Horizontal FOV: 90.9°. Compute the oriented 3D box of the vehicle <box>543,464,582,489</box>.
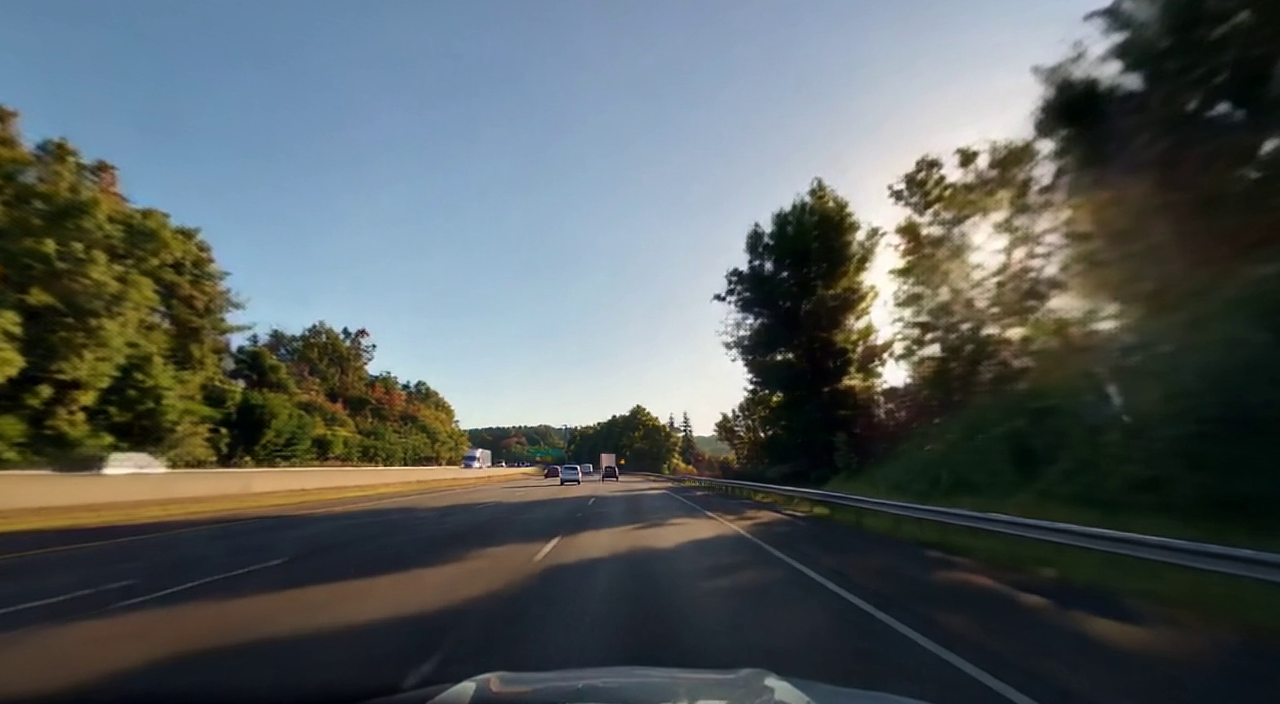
[{"bbox_3d":[-5.026,8.164,41.414,2.115,1.546,4.638,1,-10,-2],"label":"vehicle"}]

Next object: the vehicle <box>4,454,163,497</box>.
[{"bbox_3d":[-21.315,4.759,24.456,2.033,1.481,4.575,1,-10,-1],"label":"vehicle"}]
